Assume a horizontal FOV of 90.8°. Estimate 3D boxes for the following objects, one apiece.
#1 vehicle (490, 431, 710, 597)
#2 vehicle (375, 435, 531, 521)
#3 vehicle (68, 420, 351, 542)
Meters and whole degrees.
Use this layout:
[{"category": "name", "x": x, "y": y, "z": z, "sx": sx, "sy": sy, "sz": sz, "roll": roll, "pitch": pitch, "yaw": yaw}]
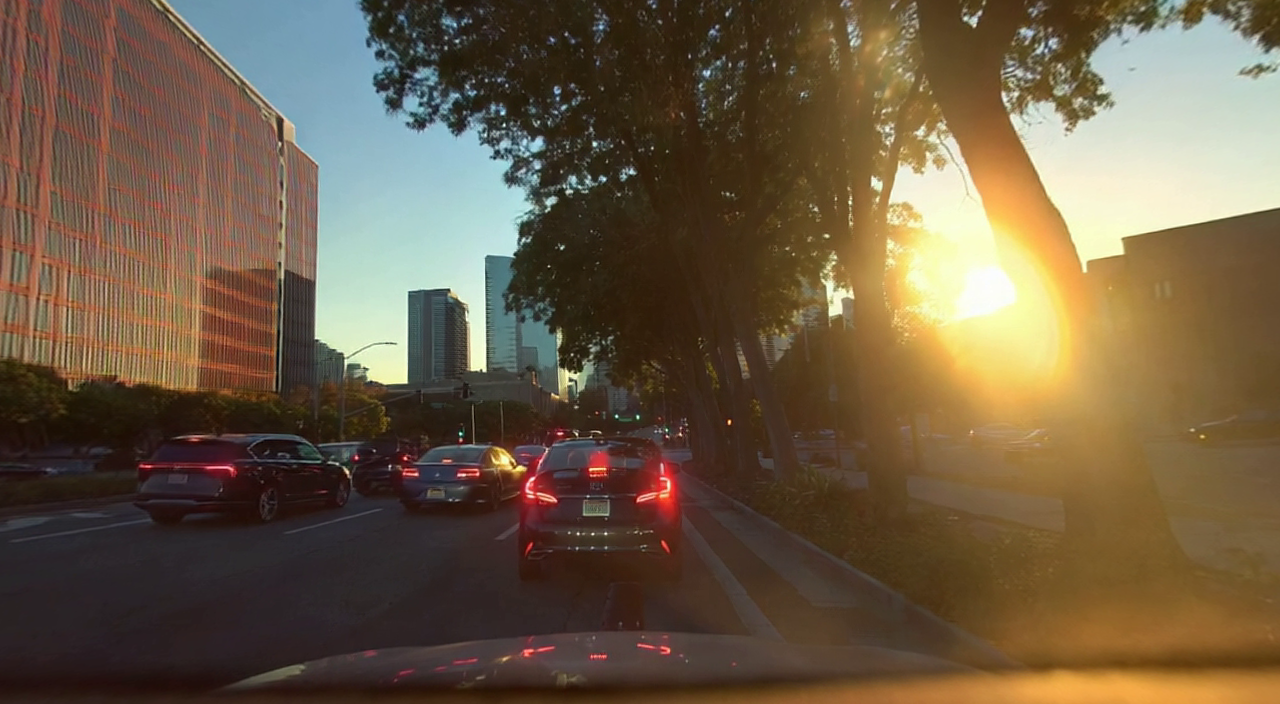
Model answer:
[{"category": "vehicle", "x": -0.384, "y": 1.828, "z": 7.999, "sx": 2.066, "sy": 1.544, "sz": 3.954, "roll": 0, "pitch": -9, "yaw": 0}, {"category": "vehicle", "x": -3.774, "y": 2.609, "z": 13.697, "sx": 1.913, "sy": 1.521, "sz": 4.539, "roll": 0, "pitch": -9, "yaw": 1}, {"category": "vehicle", "x": -7.347, "y": 2.225, "z": 11.501, "sx": 2.068, "sy": 1.784, "sz": 4.224, "roll": 0, "pitch": -9, "yaw": 1}]
